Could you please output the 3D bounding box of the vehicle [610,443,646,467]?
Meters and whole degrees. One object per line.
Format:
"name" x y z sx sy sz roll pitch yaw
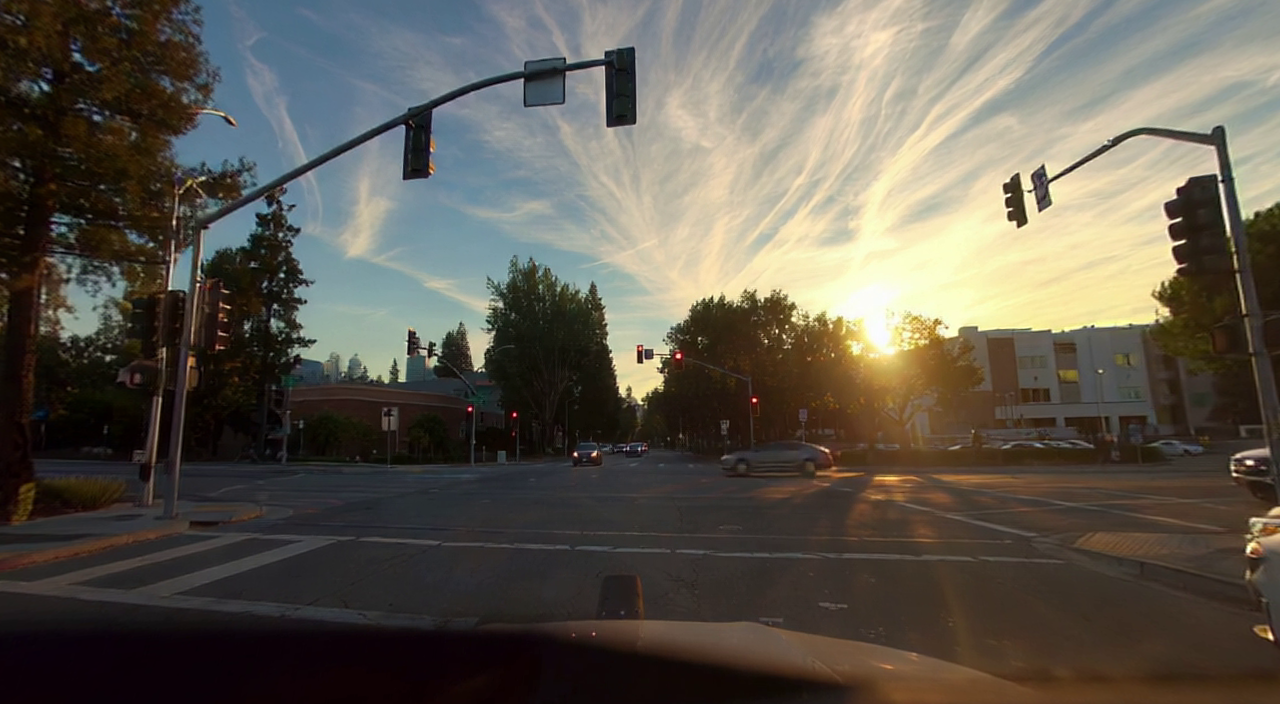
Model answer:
"vehicle" -0.862 6.856 42.143 2.056 1.492 3.937 1 -9 -6

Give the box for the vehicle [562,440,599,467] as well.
"vehicle" -4.113 7.103 44.251 2.251 1.756 4.610 0 -9 -2

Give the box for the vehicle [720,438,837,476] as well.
"vehicle" 5.766 4.380 26.375 4.588 1.484 2.000 -3 -9 14

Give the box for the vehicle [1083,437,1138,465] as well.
"vehicle" 26.972 5.652 36.141 2.092 1.474 4.046 -8 -11 40
